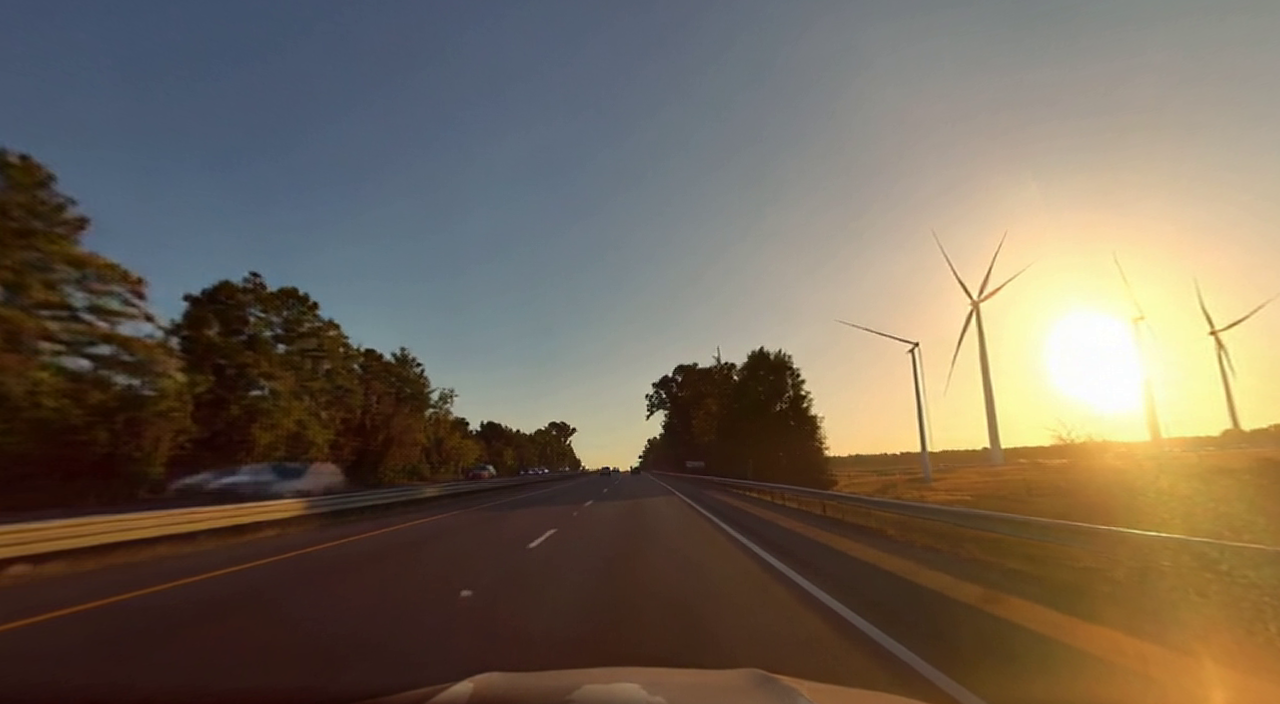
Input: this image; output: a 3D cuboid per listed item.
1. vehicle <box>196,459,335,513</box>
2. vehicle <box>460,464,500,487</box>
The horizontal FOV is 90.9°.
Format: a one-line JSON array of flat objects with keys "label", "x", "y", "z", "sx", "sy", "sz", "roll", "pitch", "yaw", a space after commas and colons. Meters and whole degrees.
[{"label": "vehicle", "x": -12.034, "y": 4.330, "z": 20.612, "sx": 1.978, "sy": 1.546, "sz": 4.071, "roll": 1, "pitch": -11, "yaw": 0}, {"label": "vehicle", "x": -12.285, "y": 9.496, "z": 48.562, "sx": 1.910, "sy": 1.636, "sz": 4.292, "roll": 1, "pitch": -11, "yaw": 0}]
